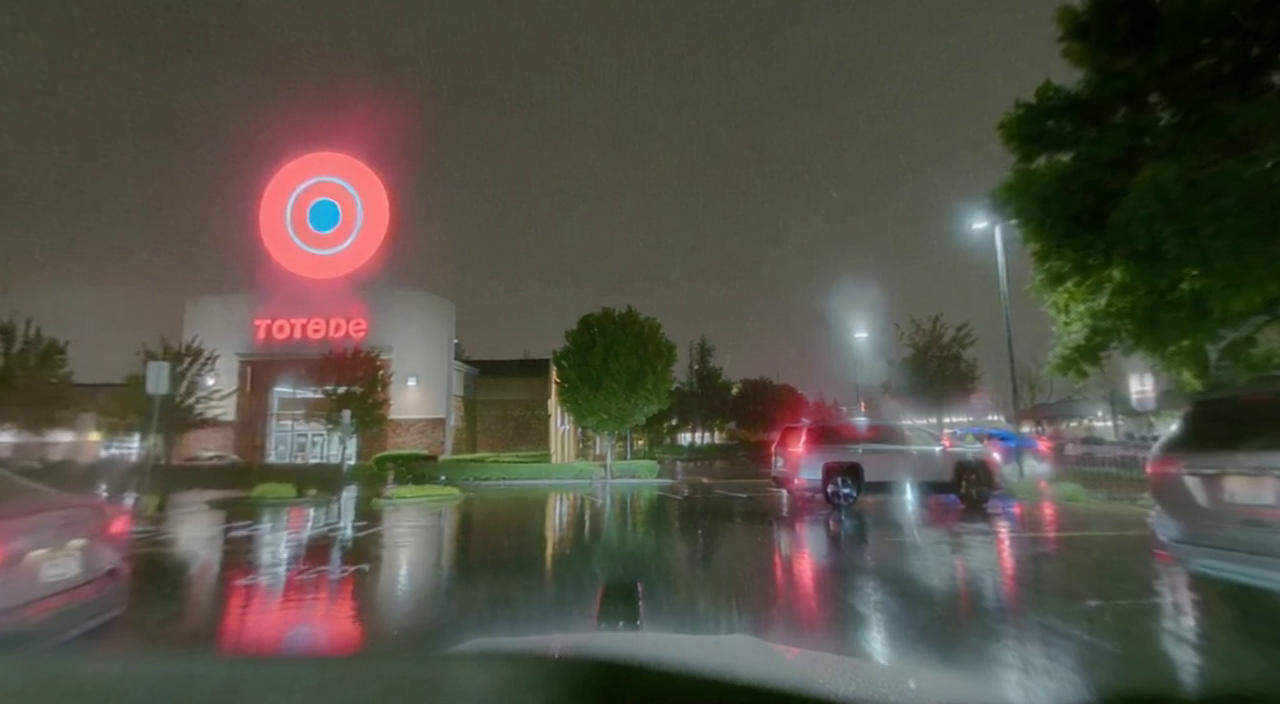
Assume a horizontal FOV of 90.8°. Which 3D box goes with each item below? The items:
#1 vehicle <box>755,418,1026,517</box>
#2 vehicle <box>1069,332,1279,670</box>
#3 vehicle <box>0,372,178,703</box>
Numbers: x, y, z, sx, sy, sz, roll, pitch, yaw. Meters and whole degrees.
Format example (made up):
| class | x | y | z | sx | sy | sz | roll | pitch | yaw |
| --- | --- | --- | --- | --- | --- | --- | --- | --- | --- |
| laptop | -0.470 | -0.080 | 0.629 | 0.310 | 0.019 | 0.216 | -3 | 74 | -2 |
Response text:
| class | x | y | z | sx | sy | sz | roll | pitch | yaw |
| --- | --- | --- | --- | --- | --- | --- | --- | --- | --- |
| vehicle | 5.279 | 2.474 | 13.904 | 4.864 | 1.916 | 2.413 | 1 | -8 | -5 |
| vehicle | 6.453 | 0.969 | 4.200 | 5.517 | 1.946 | 2.410 | 1 | -9 | -4 |
| vehicle | -4.981 | 0.877 | 2.766 | 4.335 | 1.499 | 1.856 | 0 | -8 | -5 |
